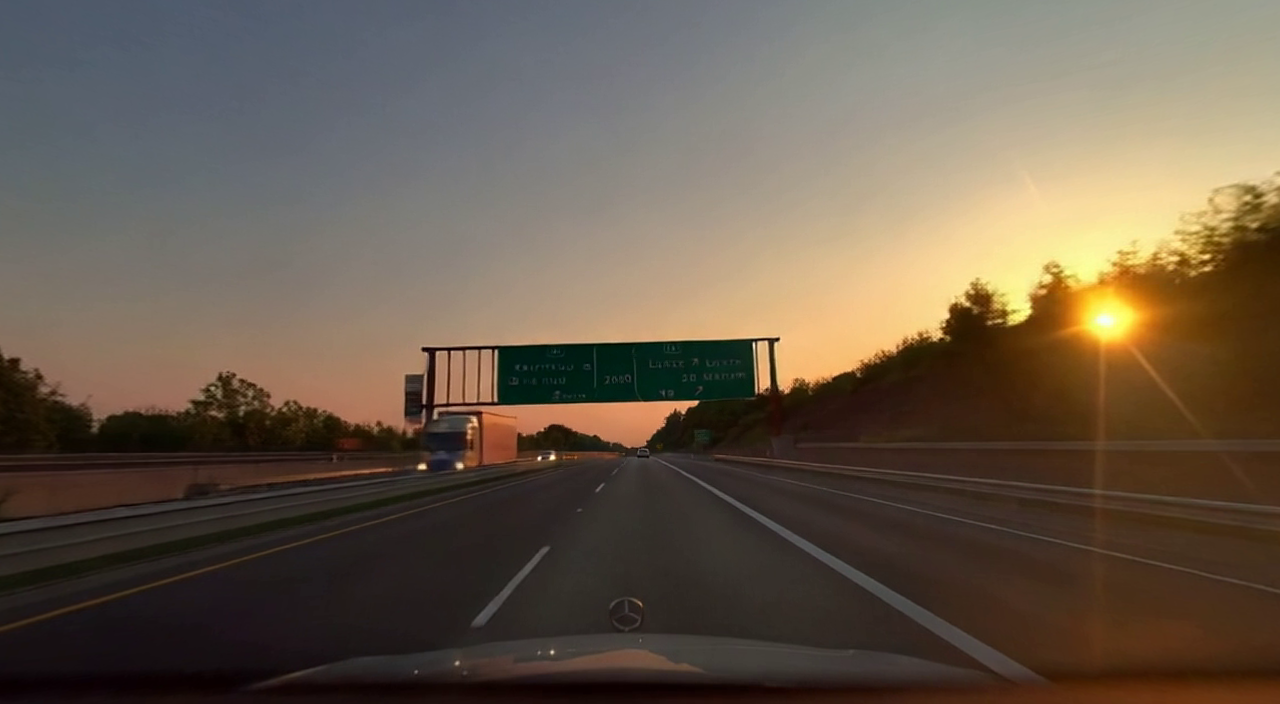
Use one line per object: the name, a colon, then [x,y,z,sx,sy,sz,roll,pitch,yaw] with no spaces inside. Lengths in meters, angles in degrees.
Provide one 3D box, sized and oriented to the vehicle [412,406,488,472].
vehicle: [-11.931,5.588,40.288,2.945,3.831,5.831,0,-9,0]
